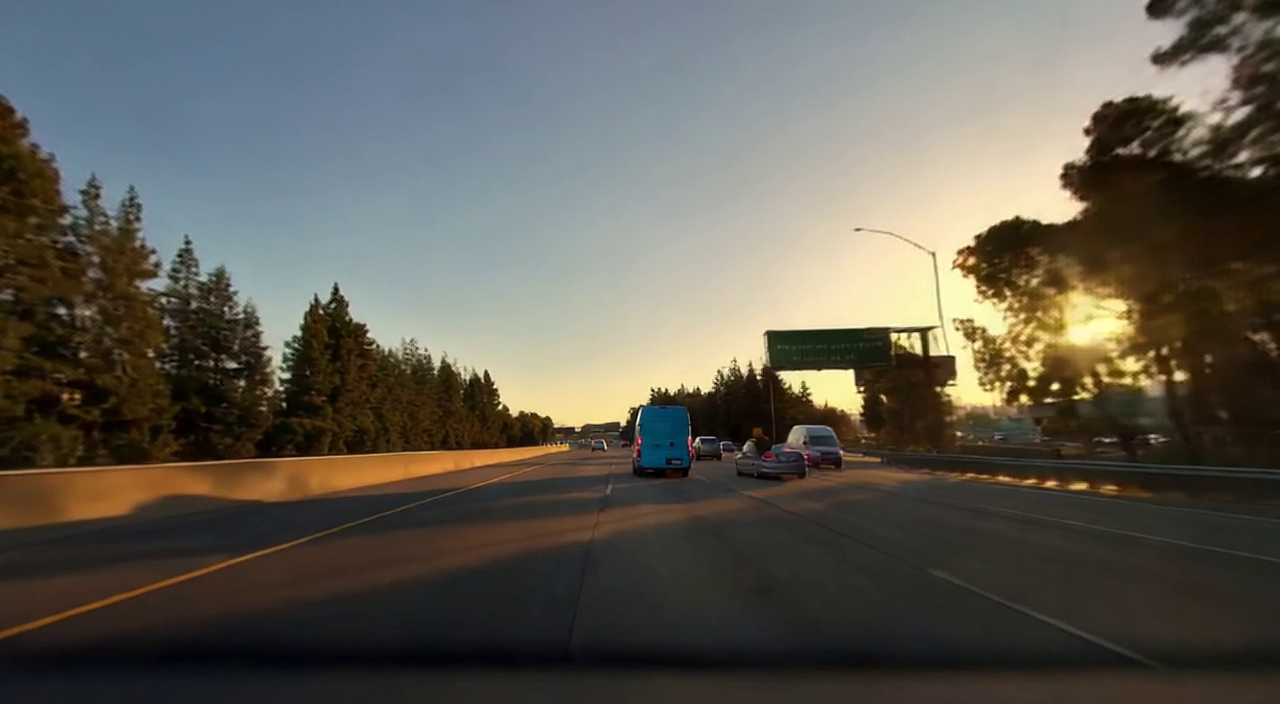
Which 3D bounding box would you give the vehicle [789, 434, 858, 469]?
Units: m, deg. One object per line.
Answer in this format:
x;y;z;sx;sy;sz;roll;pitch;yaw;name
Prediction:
8.337;4.558;28.839;1.874;1.496;3.586;0;-8;-3;vehicle

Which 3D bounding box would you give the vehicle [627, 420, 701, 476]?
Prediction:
0.852;3.966;26.177;2.546;2.087;5.404;0;-8;-3;vehicle

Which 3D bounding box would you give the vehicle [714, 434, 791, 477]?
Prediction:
4.236;3.954;24.304;2.099;1.510;3.784;0;-8;-3;vehicle
